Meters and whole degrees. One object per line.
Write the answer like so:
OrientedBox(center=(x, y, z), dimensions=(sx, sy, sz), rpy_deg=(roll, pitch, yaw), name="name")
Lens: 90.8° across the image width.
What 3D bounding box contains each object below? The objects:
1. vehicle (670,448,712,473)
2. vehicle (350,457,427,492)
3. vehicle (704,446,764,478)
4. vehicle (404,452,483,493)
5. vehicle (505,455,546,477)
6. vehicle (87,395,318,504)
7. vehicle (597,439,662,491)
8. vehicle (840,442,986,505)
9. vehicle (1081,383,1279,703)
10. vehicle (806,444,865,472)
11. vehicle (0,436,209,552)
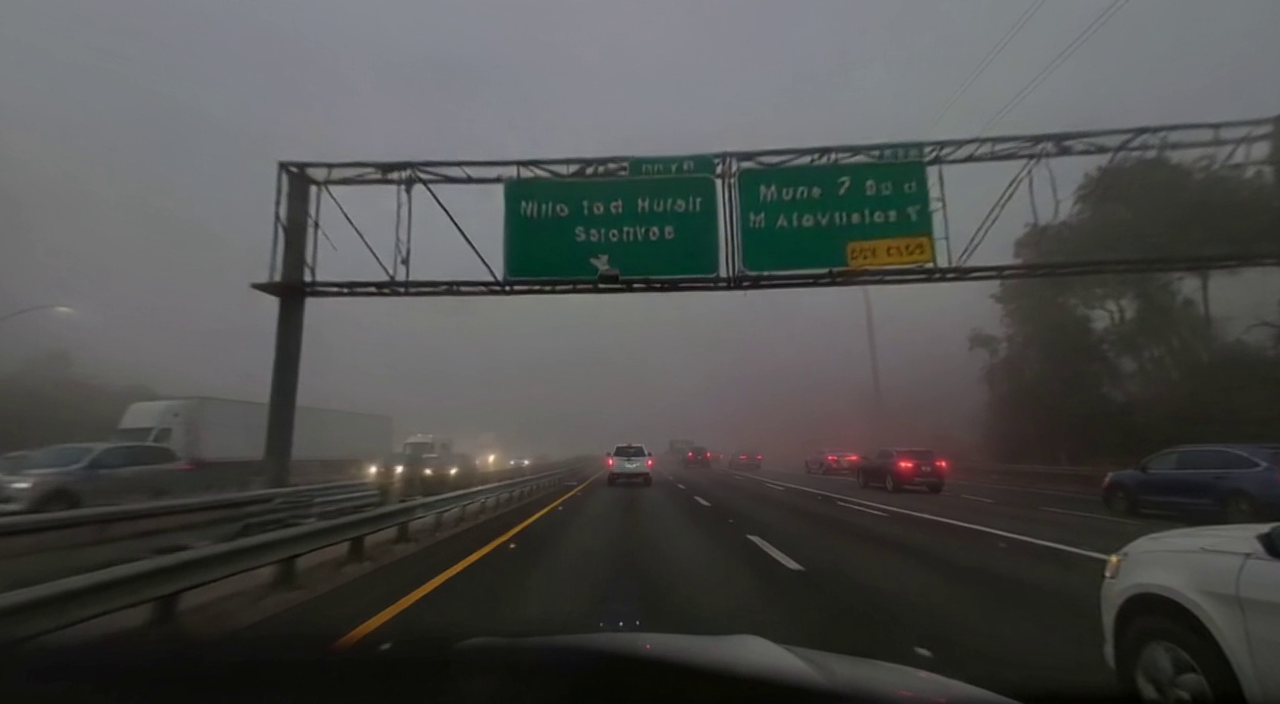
OrientedBox(center=(3.124, 6.744, 39.471), dimensions=(2.115, 1.481, 3.968), rpy_deg=(0, -9, -2), name="vehicle")
OrientedBox(center=(-11.933, 5.829, 30.289), dimensions=(1.888, 1.455, 4.410), rpy_deg=(0, -9, 0), name="vehicle")
OrientedBox(center=(4.605, 5.472, 31.586), dimensions=(1.934, 1.461, 4.368), rpy_deg=(1, -9, -6), name="vehicle")
OrientedBox(center=(-8.057, 4.944, 26.286), dimensions=(1.931, 1.541, 4.018), rpy_deg=(0, -9, 1), name="vehicle")
OrientedBox(center=(-8.251, 8.288, 46.069), dimensions=(2.086, 1.477, 4.438), rpy_deg=(0, -9, 1), name="vehicle")
OrientedBox(center=(-18.337, 4.267, 27.800), dimensions=(3.068, 3.921, 9.552), rpy_deg=(0, -9, 1), name="vehicle")
OrientedBox(center=(-0.407, 4.307, 24.444), dimensions=(2.298, 1.809, 4.359), rpy_deg=(0, -9, -1), name="vehicle")
OrientedBox(center=(7.114, 3.183, 17.036), dimensions=(1.958, 1.473, 4.201), rpy_deg=(0, -9, -1), name="vehicle")
OrientedBox(center=(3.377, 0.757, 1.451), dimensions=(1.967, 1.547, 3.777), rpy_deg=(0, -9, 0), name="vehicle")
OrientedBox(center=(11.102, 6.038, 36.229), dimensions=(1.901, 1.485, 4.483), rpy_deg=(0, -9, -1), name="vehicle")
OrientedBox(center=(-11.504, 2.706, 12.835), dimensions=(2.113, 1.873, 4.741), rpy_deg=(0, -9, 0), name="vehicle")
